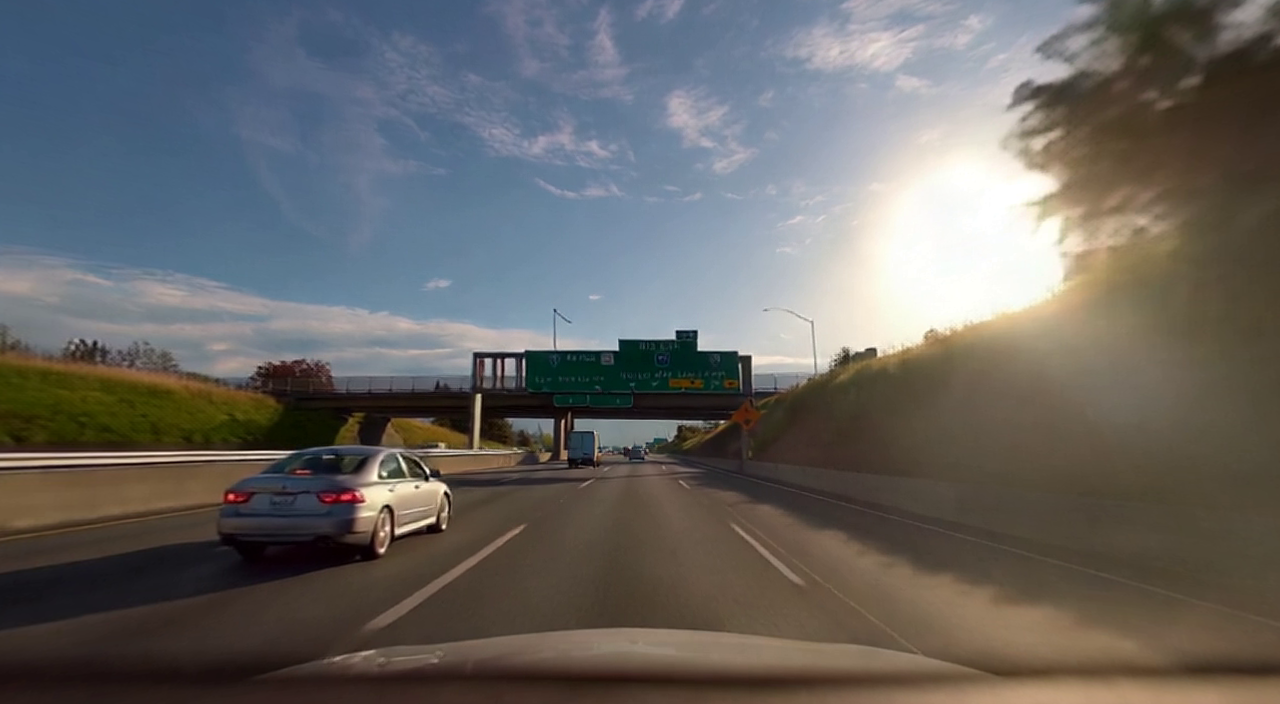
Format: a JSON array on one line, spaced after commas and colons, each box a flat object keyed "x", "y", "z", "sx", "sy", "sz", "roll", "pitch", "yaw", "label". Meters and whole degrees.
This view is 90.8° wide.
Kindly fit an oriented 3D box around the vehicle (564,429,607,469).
[{"x": -3.536, "y": 6.477, "z": 42.238, "sx": 2.290, "sy": 2.453, "sz": 5.561, "roll": 0, "pitch": -9, "yaw": 1, "label": "vehicle"}]

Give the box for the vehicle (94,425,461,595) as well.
[{"x": -3.652, "y": 1.653, "z": 7.383, "sx": 1.924, "sy": 1.436, "sz": 3.915, "roll": 0, "pitch": -9, "yaw": 0, "label": "vehicle"}]
